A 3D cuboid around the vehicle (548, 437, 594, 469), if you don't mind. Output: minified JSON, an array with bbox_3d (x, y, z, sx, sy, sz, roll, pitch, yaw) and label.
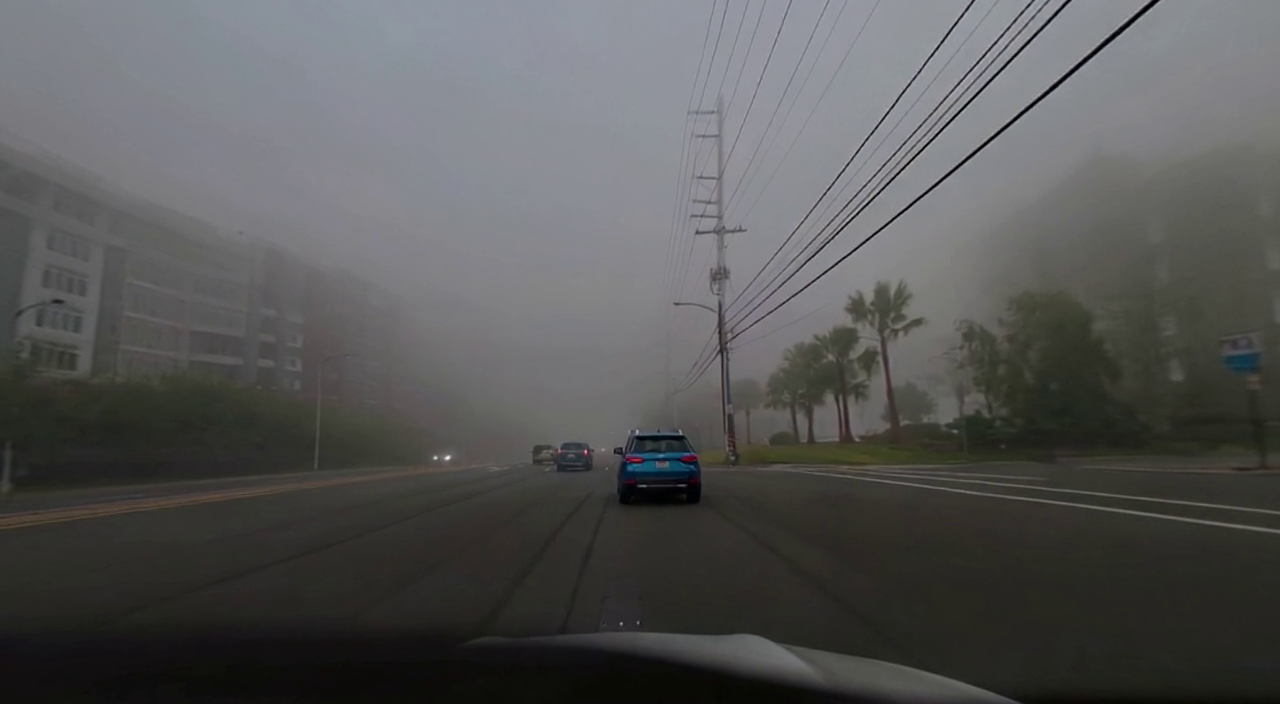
[{"bbox_3d":[-4.049,6.029,37.768,2.169,1.796,4.821,0,-9,0],"label":"vehicle"}]

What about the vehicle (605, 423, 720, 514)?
[{"bbox_3d":[0.355,2.539,14.154,2.198,1.706,4.166,0,-9,-2],"label":"vehicle"}]

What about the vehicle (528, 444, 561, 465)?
[{"bbox_3d":[-7.208,7.760,47.890,1.910,1.484,3.980,0,-9,0],"label":"vehicle"}]
